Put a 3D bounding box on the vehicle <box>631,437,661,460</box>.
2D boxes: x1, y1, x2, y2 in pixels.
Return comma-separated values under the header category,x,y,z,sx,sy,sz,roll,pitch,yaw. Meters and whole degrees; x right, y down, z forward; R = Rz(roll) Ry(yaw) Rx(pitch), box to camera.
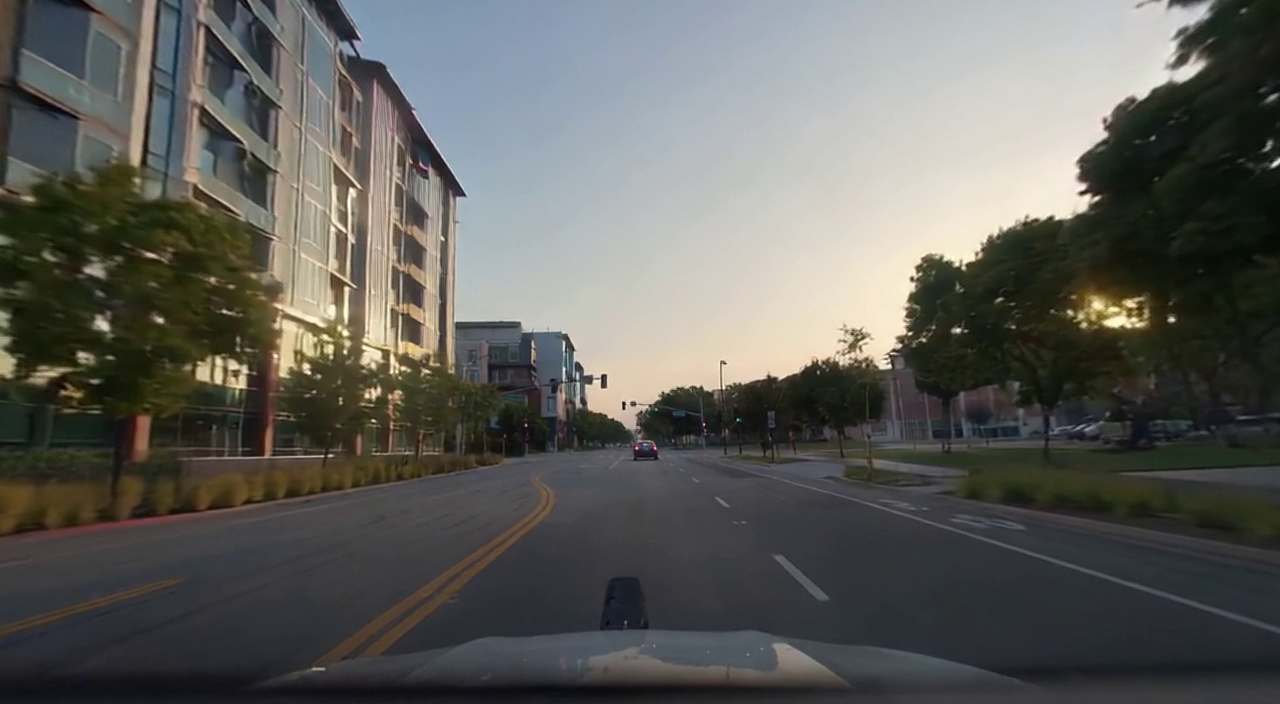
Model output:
category,x,y,z,sx,sy,sz,roll,pitch,yaw
vehicle,0.428,7.418,48.399,2.184,1.640,4.086,1,-9,-1
